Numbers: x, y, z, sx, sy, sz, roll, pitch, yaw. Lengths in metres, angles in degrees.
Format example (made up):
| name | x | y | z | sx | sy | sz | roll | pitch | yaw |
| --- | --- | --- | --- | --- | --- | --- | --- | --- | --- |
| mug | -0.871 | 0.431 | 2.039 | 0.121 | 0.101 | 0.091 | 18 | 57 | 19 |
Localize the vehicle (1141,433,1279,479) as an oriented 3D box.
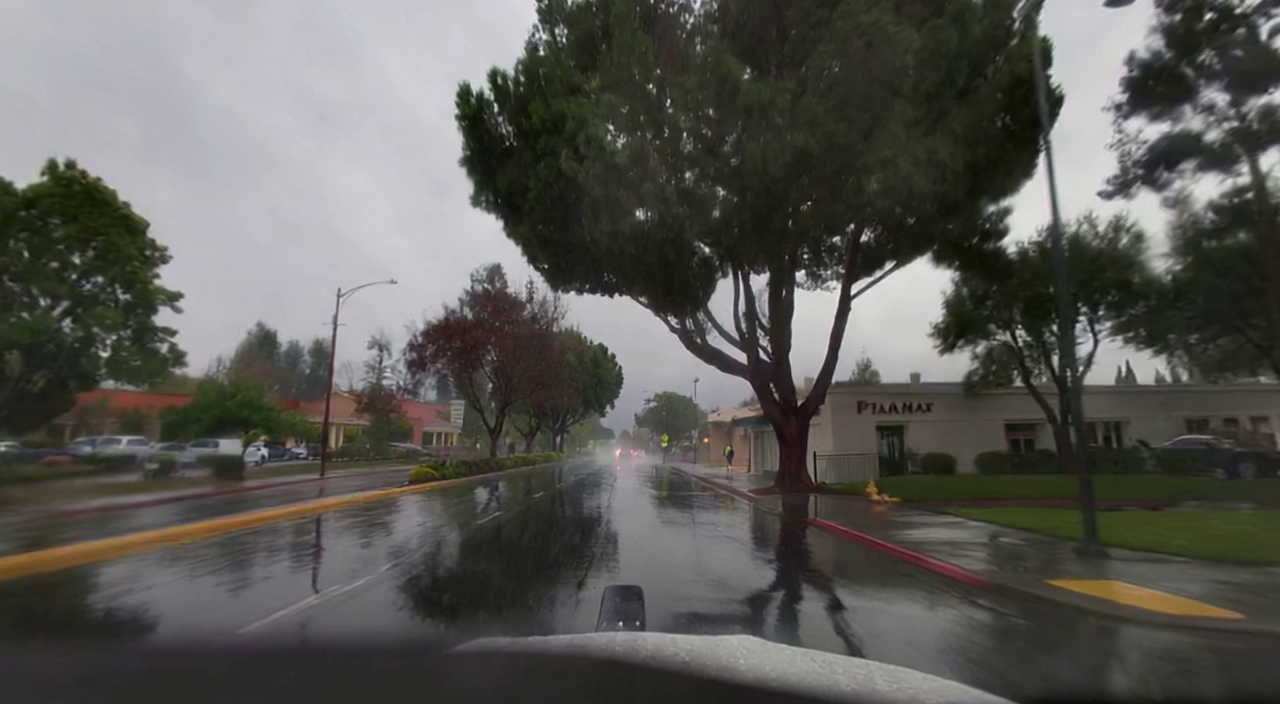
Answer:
| name | x | y | z | sx | sy | sz | roll | pitch | yaw |
| --- | --- | --- | --- | --- | --- | --- | --- | --- | --- |
| vehicle | 20.922 | 3.695 | 22.653 | 2.095 | 1.466 | 4.764 | 0 | -9 | 2 |
